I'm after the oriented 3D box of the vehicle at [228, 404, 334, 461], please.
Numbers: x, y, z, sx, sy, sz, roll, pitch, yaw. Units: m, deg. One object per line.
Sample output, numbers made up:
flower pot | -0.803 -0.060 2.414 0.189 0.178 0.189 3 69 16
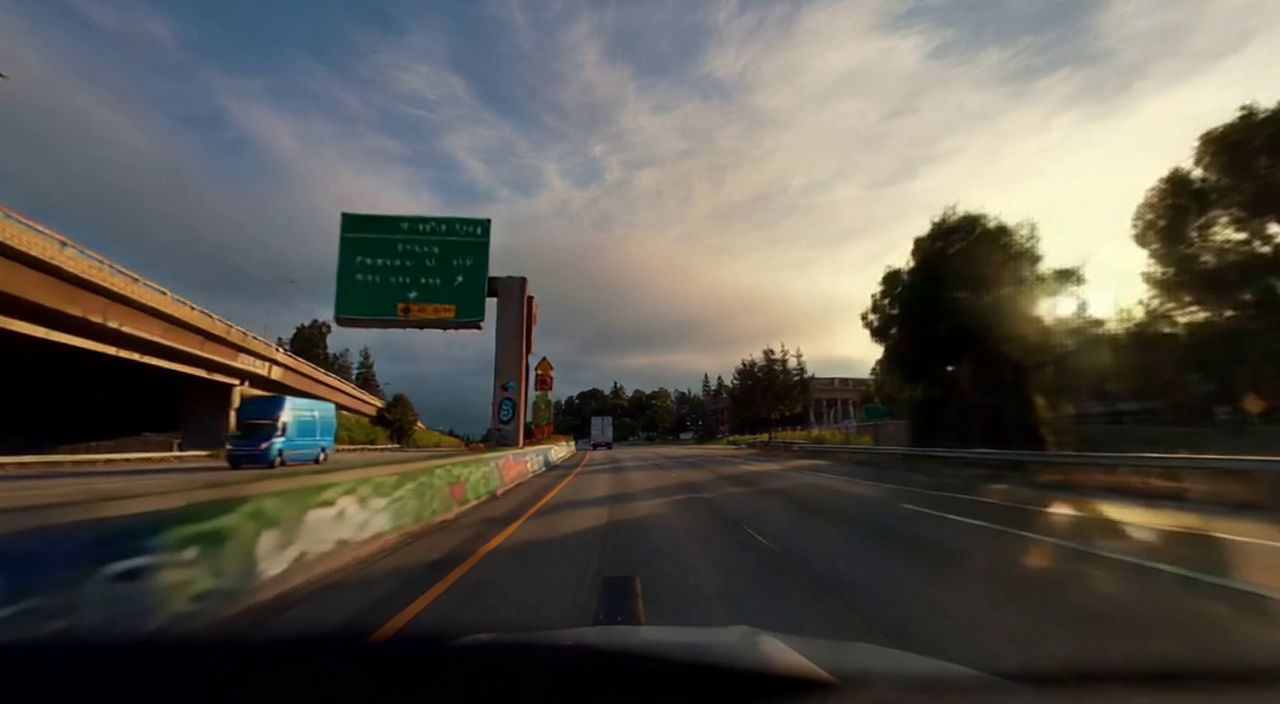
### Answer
vehicle | -19.311 4.415 34.317 2.354 2.823 5.911 0 -8 -2
